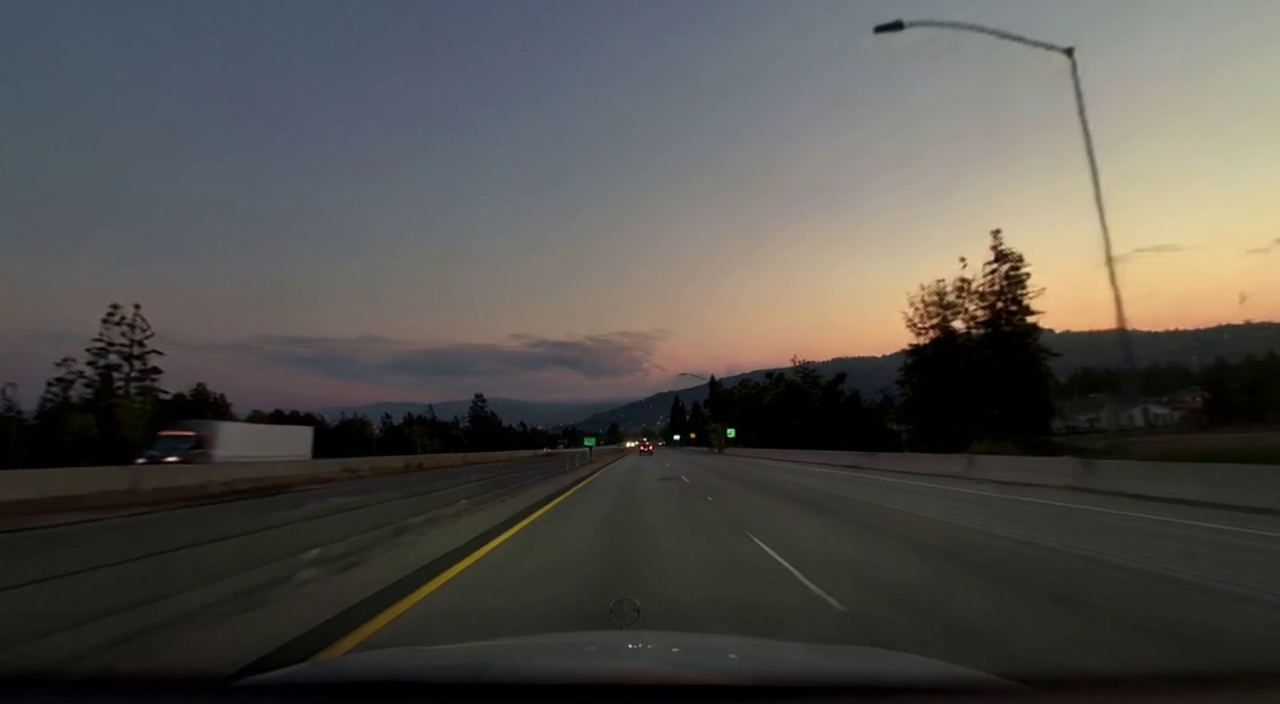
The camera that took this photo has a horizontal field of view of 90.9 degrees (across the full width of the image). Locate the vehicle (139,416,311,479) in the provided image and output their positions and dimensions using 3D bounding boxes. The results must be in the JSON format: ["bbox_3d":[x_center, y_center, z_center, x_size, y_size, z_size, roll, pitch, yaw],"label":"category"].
[{"bbox_3d":[-28.237,6.684,44.349,3.003,3.702,13.656,0,-8,0],"label":"vehicle"}]
